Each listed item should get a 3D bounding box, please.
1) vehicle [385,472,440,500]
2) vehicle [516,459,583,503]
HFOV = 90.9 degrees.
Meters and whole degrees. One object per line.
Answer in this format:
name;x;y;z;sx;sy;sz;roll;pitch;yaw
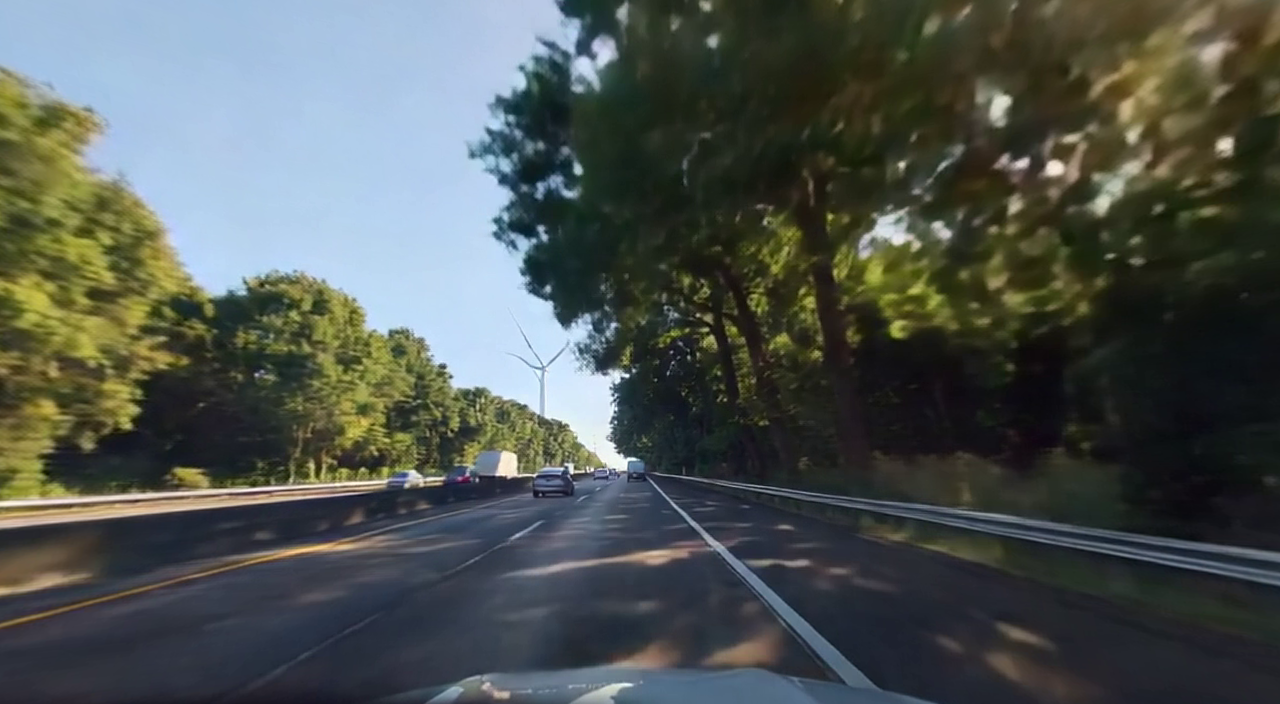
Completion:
vehicle;-12.627;7.457;35.153;1.687;1.411;3.627;1;-11;1
vehicle;-3.763;5.509;27.076;2.124;1.705;4.440;1;-11;1
